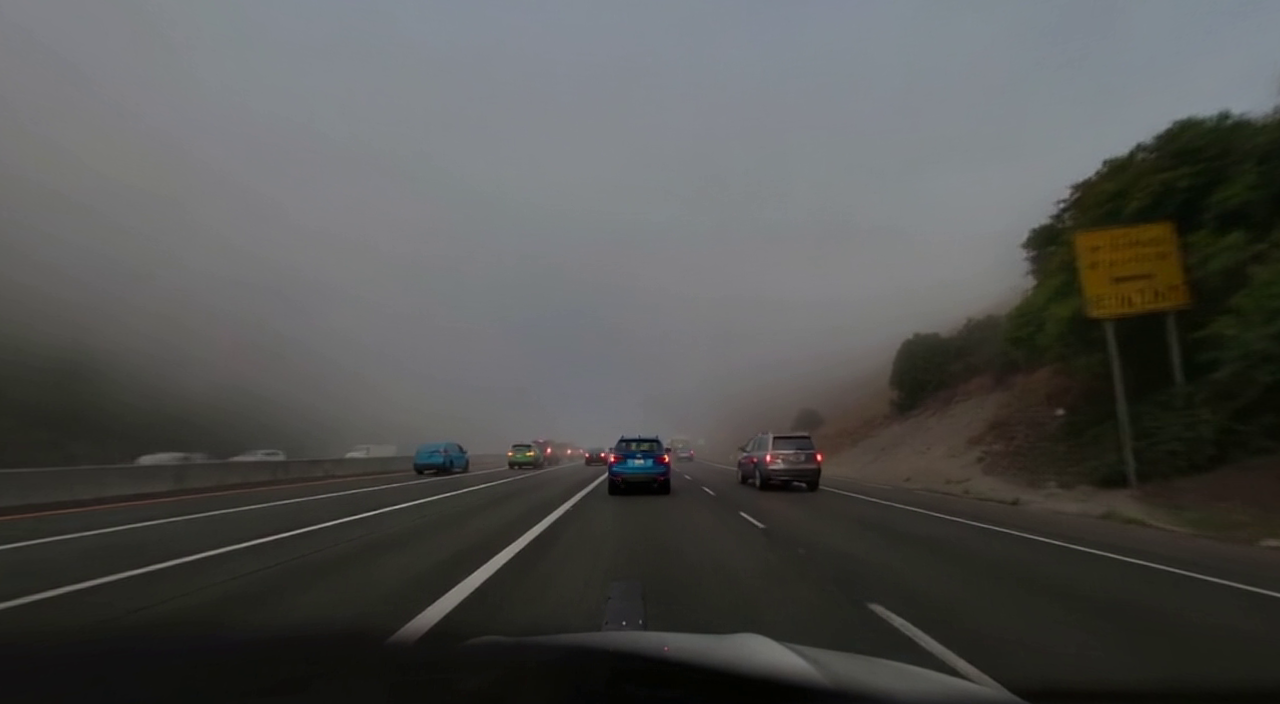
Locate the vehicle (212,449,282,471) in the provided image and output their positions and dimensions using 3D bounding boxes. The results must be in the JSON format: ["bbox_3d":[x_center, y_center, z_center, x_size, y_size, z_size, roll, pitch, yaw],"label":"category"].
[{"bbox_3d":[-28.449,7.803,45.854,1.952,1.536,4.862,0,-9,1],"label":"vehicle"}]

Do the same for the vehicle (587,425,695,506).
[{"bbox_3d":[0.049,2.911,16.532,2.447,1.804,4.273,0,-9,1],"label":"vehicle"}]

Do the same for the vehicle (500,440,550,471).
[{"bbox_3d":[-6.768,6.159,37.592,2.024,1.706,4.462,0,-9,1],"label":"vehicle"}]

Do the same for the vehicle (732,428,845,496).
[{"bbox_3d":[4.494,3.469,20.286,2.204,1.852,5.845,0,-9,0],"label":"vehicle"}]

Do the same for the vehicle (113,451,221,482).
[{"bbox_3d":[-24.444,5.909,32.819,2.145,1.448,4.370,0,-9,1],"label":"vehicle"}]

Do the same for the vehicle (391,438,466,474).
[{"bbox_3d":[-11.199,5.550,33.891,2.223,1.781,5.098,0,-9,1],"label":"vehicle"}]
